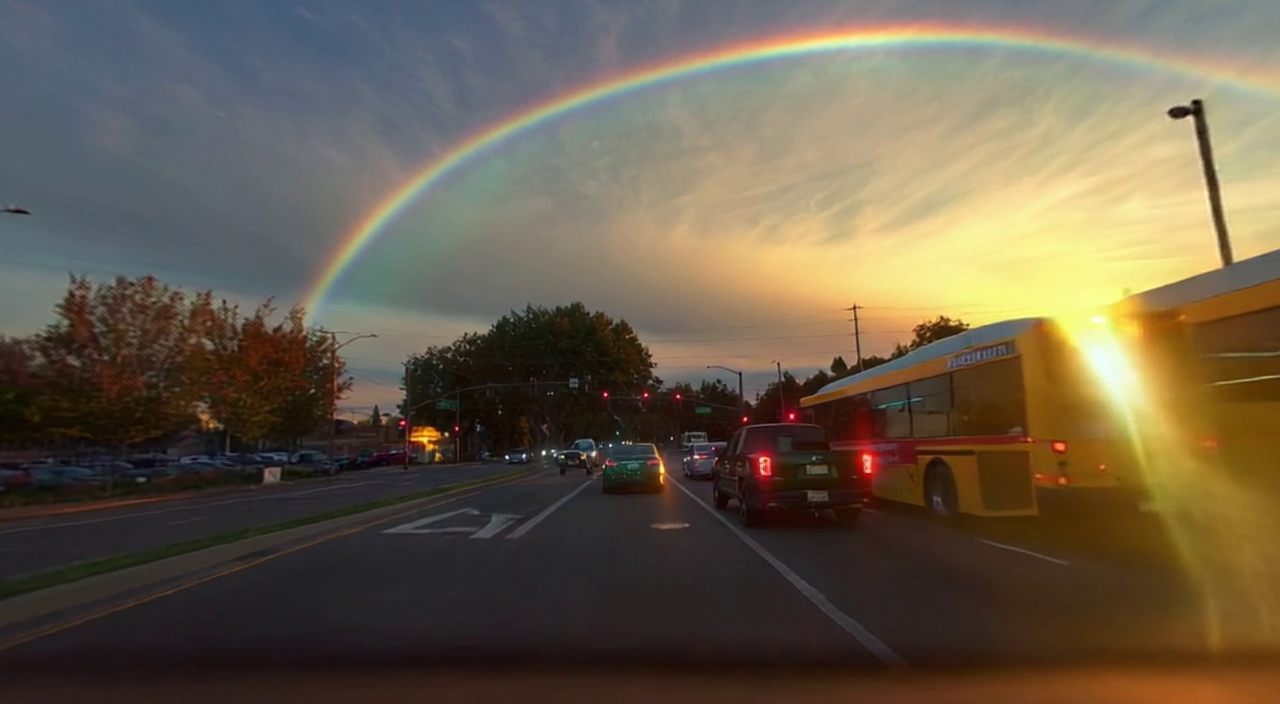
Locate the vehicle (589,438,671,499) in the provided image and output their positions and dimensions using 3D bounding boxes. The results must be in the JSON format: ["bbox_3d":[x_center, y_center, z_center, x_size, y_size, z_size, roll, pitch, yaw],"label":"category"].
[{"bbox_3d":[-0.282,3.237,17.924,2.071,1.525,3.723,0,-9,-1],"label":"vehicle"}]

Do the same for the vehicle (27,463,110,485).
[{"bbox_3d":[-41.254,8.827,45.644,4.357,1.470,1.808,-1,-9,4],"label":"vehicle"}]

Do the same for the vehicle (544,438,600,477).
[{"bbox_3d":[-3.194,5.080,30.600,2.180,1.708,4.397,0,-9,0],"label":"vehicle"}]

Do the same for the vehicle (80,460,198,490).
[{"bbox_3d":[-28.352,6.952,35.948,4.881,1.458,1.914,4,-10,-27],"label":"vehicle"}]

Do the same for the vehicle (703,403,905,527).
[{"bbox_3d":[2.915,2.246,13.117,2.490,1.951,5.931,0,-9,-1],"label":"vehicle"}]

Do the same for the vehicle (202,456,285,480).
[{"bbox_3d":[-27.940,8.163,44.647,4.800,1.461,1.831,5,-10,-32],"label":"vehicle"}]

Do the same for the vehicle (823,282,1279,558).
[{"bbox_3d":[6.350,1.426,12.065,2.879,3.318,8.881,0,-8,-1],"label":"vehicle"}]
